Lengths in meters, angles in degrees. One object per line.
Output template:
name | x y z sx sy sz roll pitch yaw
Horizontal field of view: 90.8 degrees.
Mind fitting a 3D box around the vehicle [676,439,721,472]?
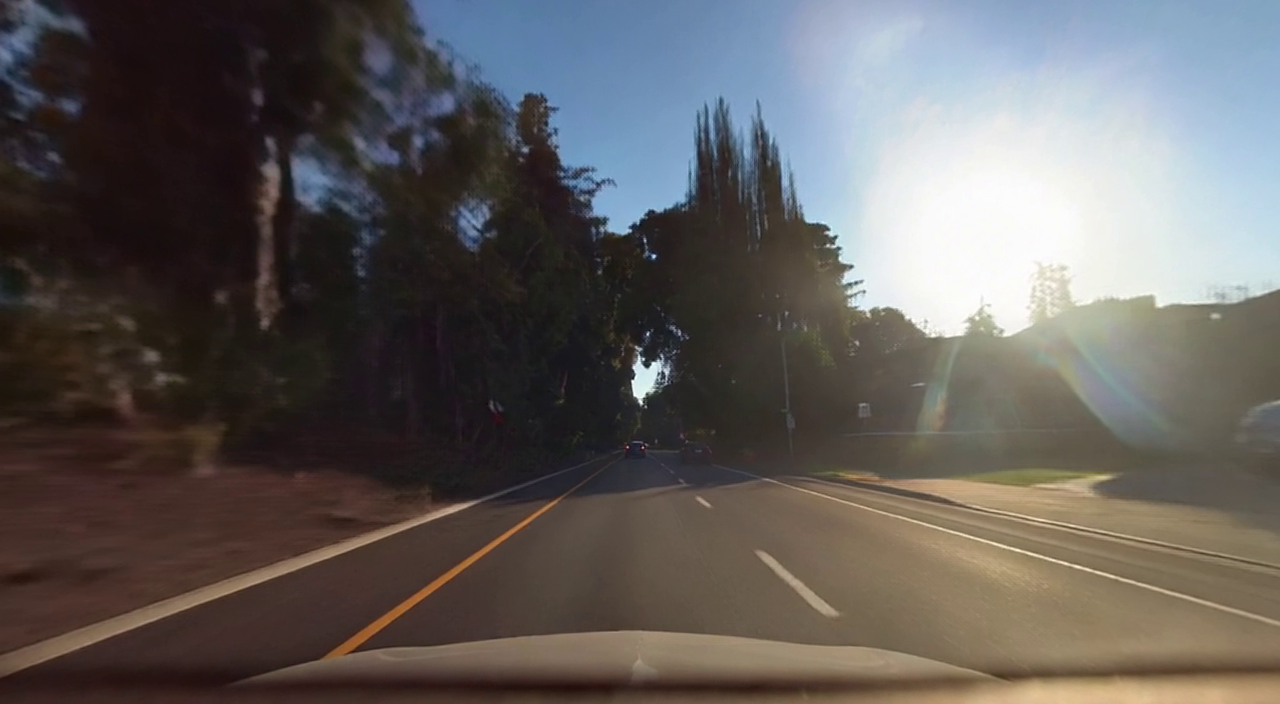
vehicle | 3.067 5.520 33.770 1.888 1.640 4.044 0 -9 -2
